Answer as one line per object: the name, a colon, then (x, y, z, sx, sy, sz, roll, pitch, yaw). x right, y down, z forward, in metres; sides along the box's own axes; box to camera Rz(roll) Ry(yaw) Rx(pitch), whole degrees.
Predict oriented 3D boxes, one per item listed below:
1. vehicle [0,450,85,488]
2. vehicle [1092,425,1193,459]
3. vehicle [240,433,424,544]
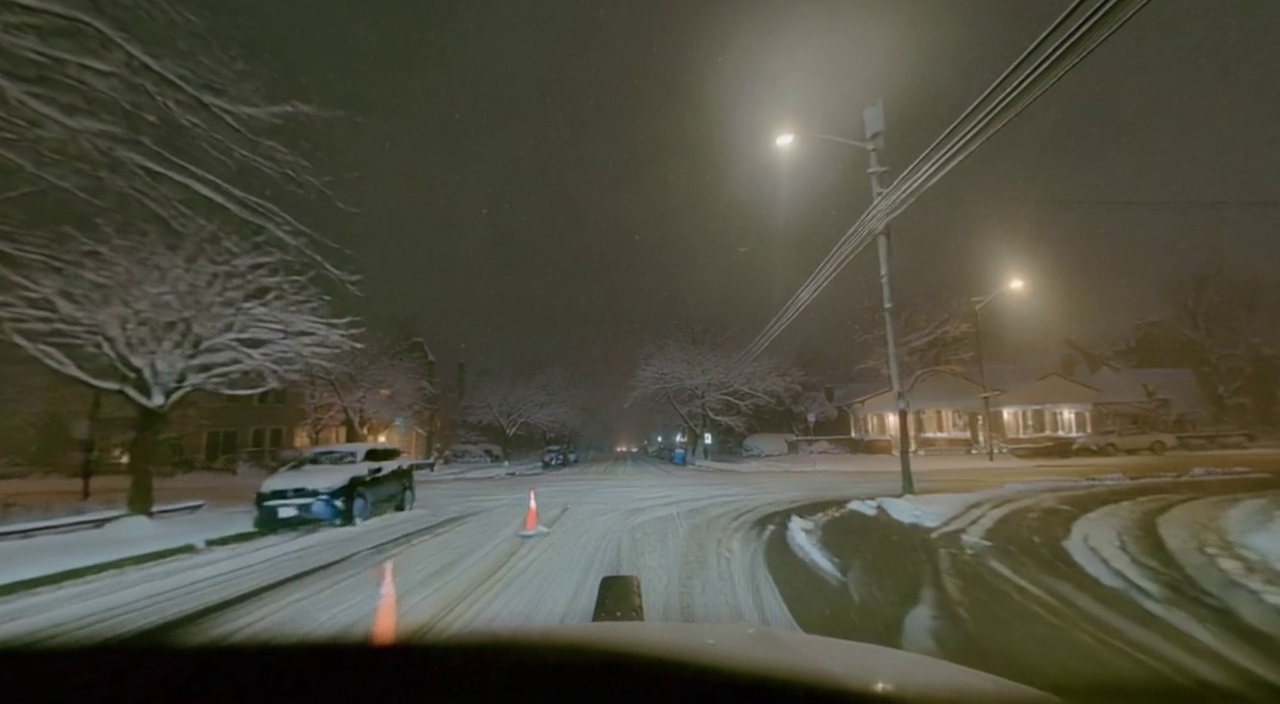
vehicle: (-36.048, 6.928, 37.703, 1.821, 1.691, 4.510, 0, -3, 0)
vehicle: (29.824, 5.289, 37.736, 1.923, 1.805, 4.876, -2, -6, -1)
vehicle: (-6.138, 2.670, 13.307, 2.087, 1.835, 4.445, -1, -7, -6)
